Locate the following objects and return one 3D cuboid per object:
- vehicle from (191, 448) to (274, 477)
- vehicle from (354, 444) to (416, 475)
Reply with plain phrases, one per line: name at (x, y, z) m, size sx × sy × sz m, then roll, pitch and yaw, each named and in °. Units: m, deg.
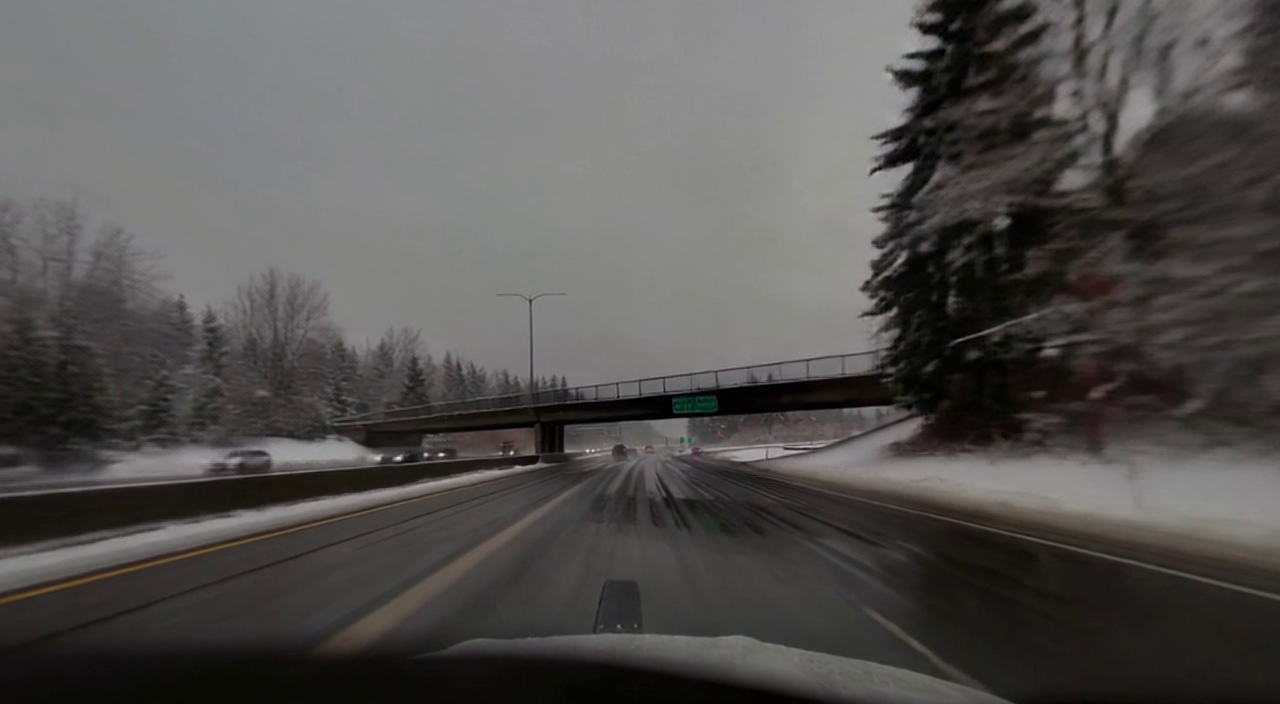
vehicle at (-23.932, 6.478, 36.993) m, size 1.913 × 1.623 × 4.082 m, roll -1°, pitch -9°, yaw 5°
vehicle at (-16.293, 6.903, 40.325) m, size 2.014 × 1.839 × 4.356 m, roll -1°, pitch -9°, yaw 2°
